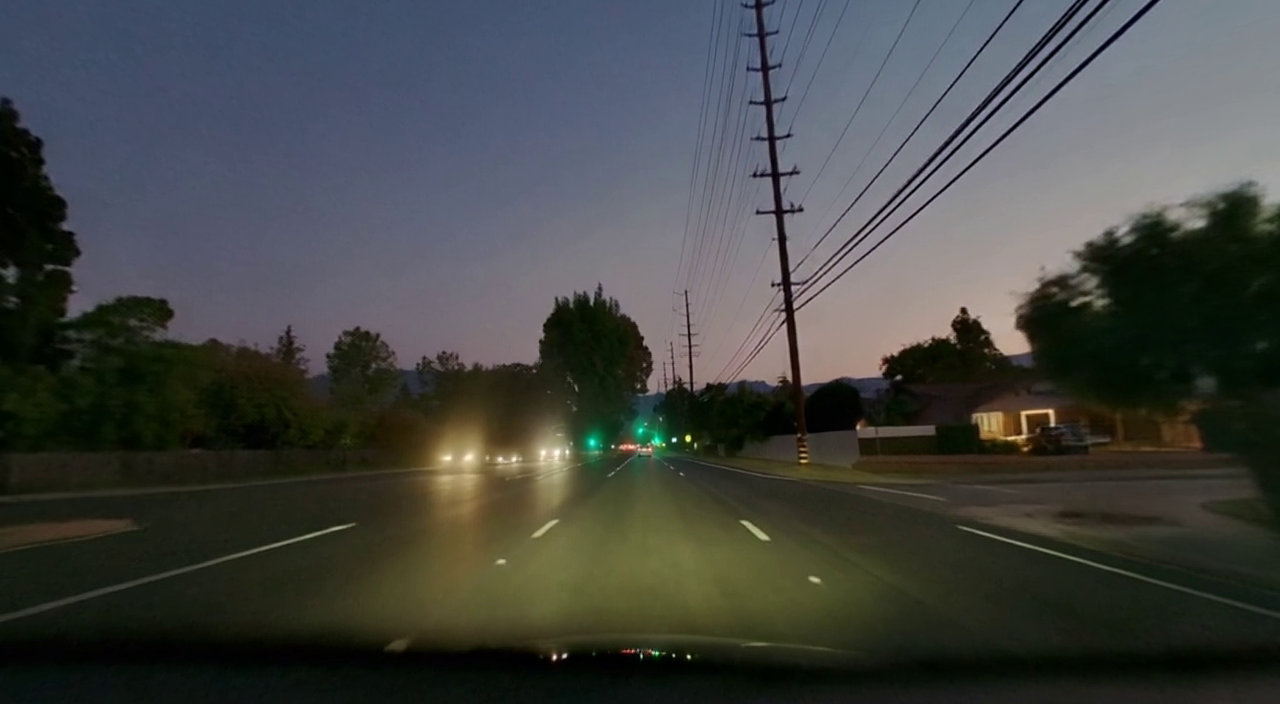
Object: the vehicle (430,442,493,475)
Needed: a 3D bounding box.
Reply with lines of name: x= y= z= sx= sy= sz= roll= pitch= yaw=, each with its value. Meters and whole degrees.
vehicle: x=-9.814 y=5.898 z=34.942 sx=2.111 sy=1.718 sz=4.465 roll=0 pitch=-9 yaw=1
